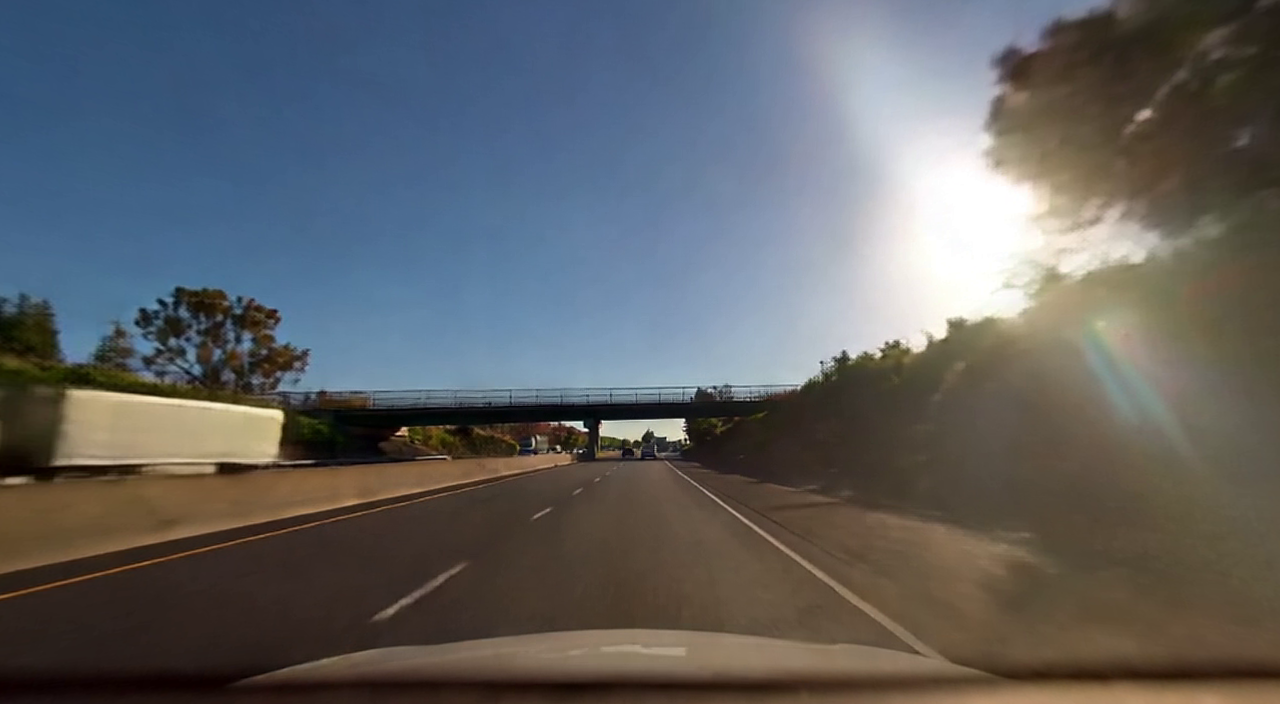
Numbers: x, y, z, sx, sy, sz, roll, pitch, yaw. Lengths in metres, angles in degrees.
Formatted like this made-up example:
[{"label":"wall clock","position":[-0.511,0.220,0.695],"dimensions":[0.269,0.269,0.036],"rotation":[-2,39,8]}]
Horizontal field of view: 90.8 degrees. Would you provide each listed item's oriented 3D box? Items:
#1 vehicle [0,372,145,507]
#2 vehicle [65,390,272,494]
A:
[{"label":"vehicle","position":[-21.039,2.720,19.529],"dimensions":[2.990,4.070,10.171],"rotation":[0,-9,0]},{"label":"vehicle","position":[-21.030,4.218,29.106],"dimensions":[2.840,4.071,8.380],"rotation":[0,-9,0]}]
